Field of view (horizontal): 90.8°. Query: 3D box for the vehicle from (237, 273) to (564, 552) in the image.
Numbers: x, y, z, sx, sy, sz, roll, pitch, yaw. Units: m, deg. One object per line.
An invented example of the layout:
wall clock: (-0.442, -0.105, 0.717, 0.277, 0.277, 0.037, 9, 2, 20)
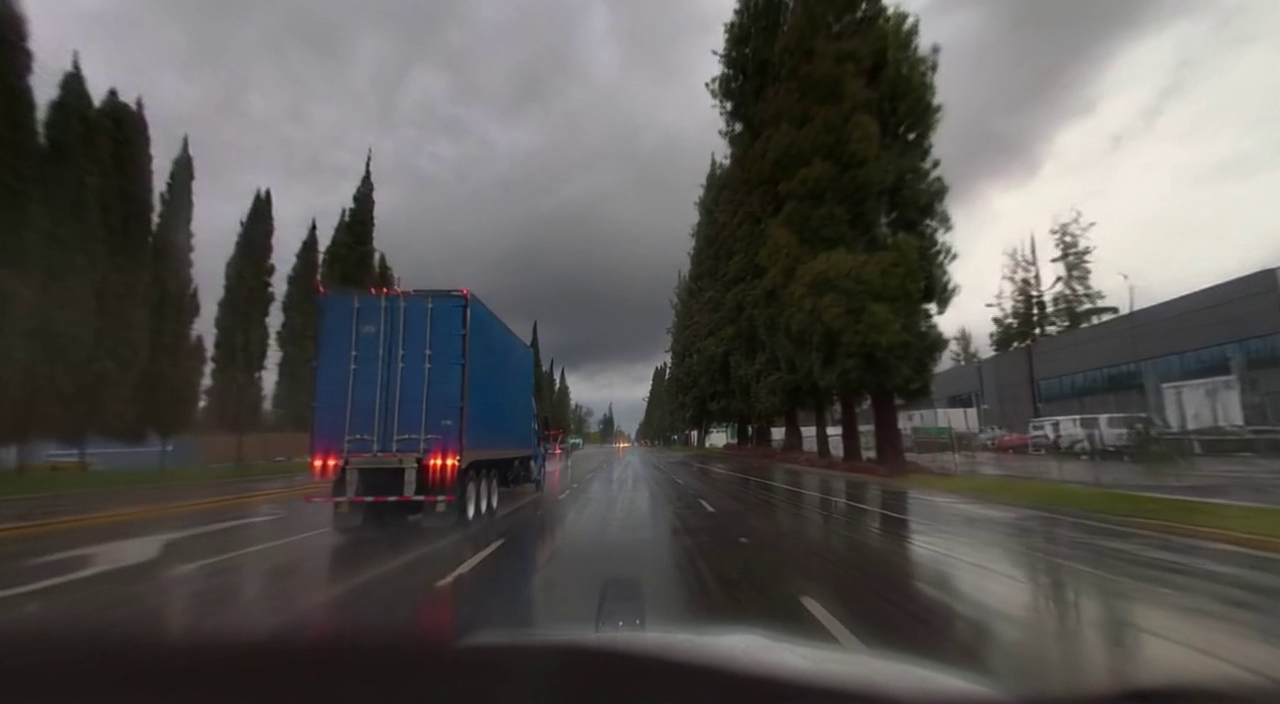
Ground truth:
vehicle: (-3.381, 1.302, 11.932, 2.910, 3.419, 8.376, 0, -8, 0)
